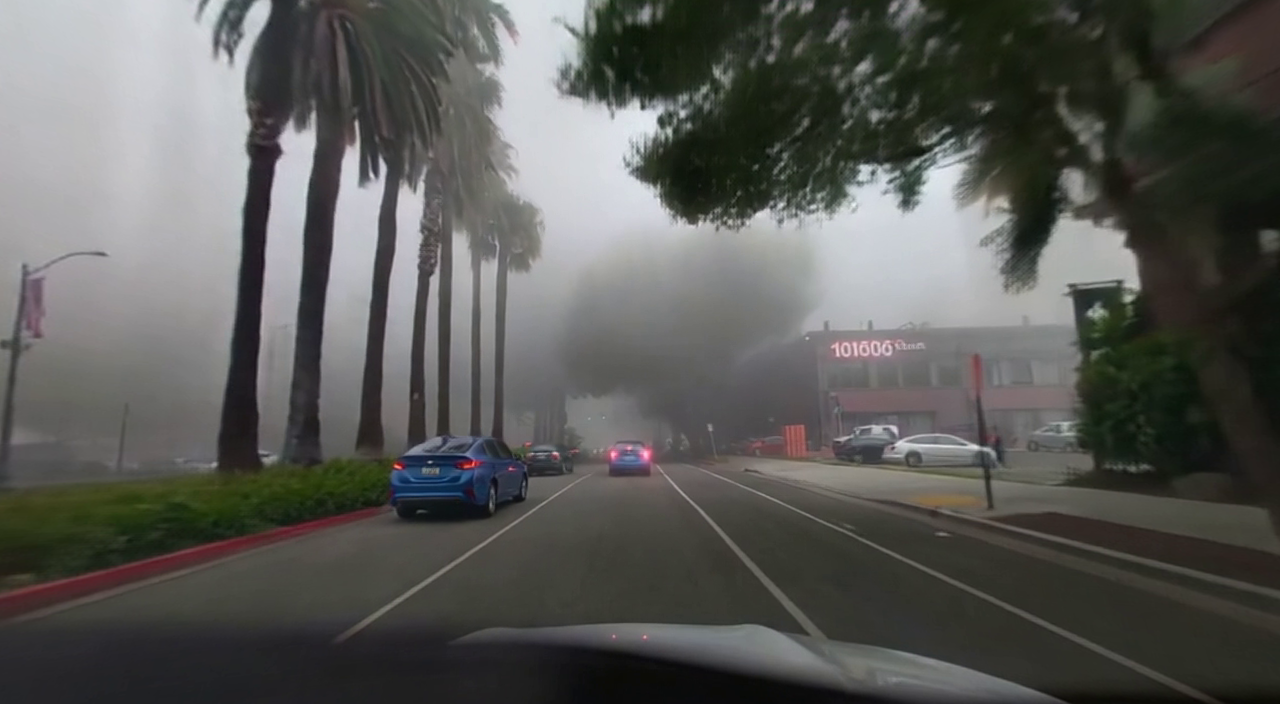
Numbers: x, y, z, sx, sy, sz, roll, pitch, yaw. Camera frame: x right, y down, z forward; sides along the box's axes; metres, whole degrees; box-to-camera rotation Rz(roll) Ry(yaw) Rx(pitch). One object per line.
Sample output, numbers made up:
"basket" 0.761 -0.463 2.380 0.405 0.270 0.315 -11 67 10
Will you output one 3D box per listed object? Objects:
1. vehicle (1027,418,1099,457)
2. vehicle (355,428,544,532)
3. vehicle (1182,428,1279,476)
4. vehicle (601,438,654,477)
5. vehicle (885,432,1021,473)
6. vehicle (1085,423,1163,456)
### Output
"vehicle" 23.626 4.828 35.549 2.288 1.984 5.526 -4 -9 23
"vehicle" -3.185 2.243 11.698 2.071 1.544 4.383 0 -8 1
"vehicle" 20.534 3.188 20.319 1.976 1.431 4.774 0 -8 0
"vehicle" -0.492 4.297 25.852 2.004 1.465 3.713 0 -8 0
"vehicle" 13.258 4.270 26.919 4.749 1.522 1.905 -1 -9 -3
"vehicle" 26.492 4.851 34.759 1.982 1.694 4.676 -3 -9 20
